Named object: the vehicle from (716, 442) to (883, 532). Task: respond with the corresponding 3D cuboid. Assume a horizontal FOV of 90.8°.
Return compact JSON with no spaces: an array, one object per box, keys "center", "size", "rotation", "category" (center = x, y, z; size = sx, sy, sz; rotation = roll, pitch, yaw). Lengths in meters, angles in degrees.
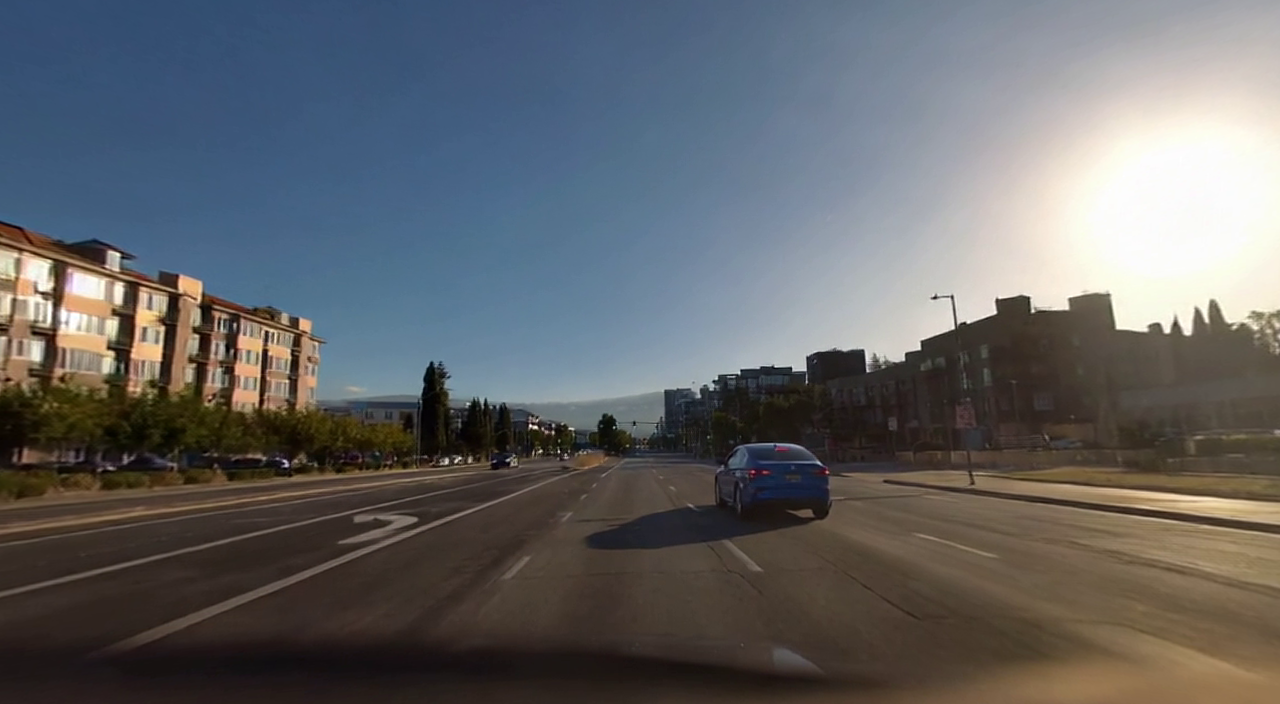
[{"center":[2.901,2.570,12.736],"size":[2.015,1.455,4.615],"rotation":[0,-9,-2],"category":"vehicle"}]
